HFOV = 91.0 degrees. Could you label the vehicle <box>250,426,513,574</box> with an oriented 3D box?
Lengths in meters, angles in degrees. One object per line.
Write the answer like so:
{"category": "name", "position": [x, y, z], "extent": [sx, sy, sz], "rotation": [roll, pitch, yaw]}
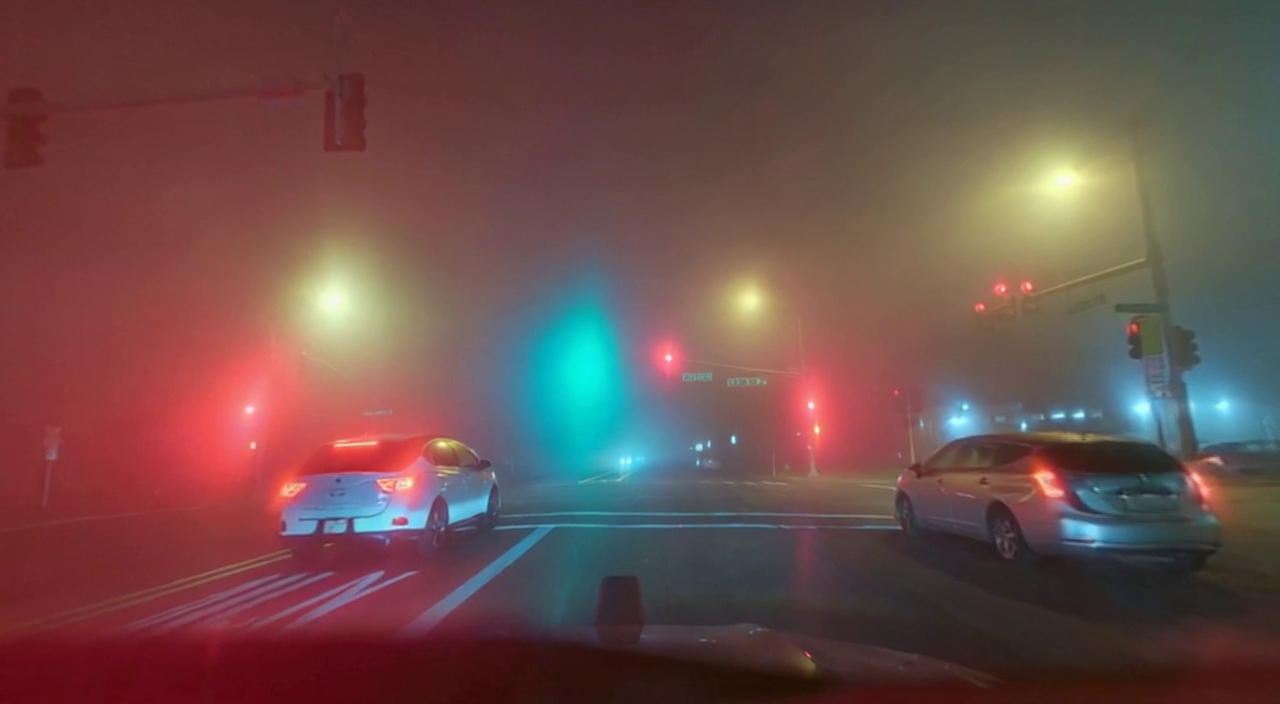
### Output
{"category": "vehicle", "position": [-3.324, 1.975, 9.208], "extent": [1.947, 1.627, 4.248], "rotation": [0, -9, 1]}

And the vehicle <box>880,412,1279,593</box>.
{"category": "vehicle", "position": [5.005, 1.734, 8.140], "extent": [2.039, 1.655, 4.495], "rotation": [0, -9, 1]}
